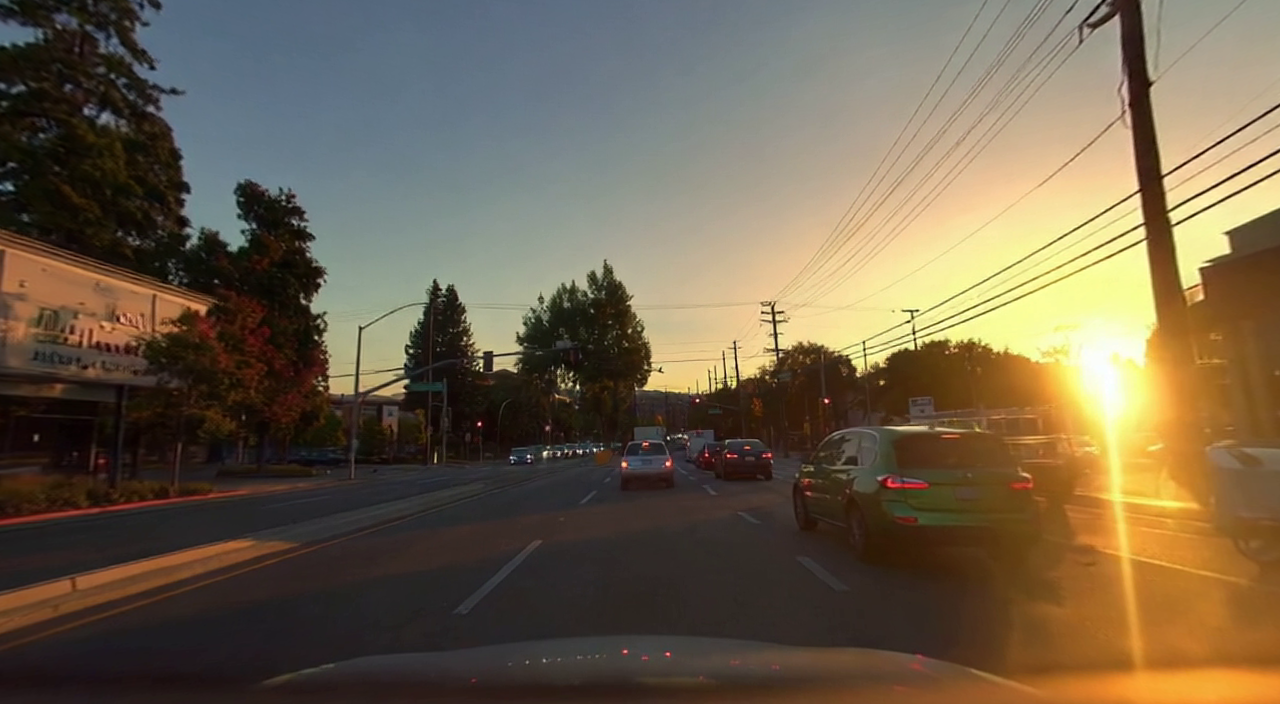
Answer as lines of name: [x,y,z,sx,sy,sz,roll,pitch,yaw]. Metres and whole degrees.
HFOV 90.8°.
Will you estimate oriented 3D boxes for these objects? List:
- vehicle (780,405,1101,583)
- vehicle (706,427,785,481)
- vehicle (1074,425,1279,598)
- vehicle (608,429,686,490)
vehicle: [3.240,1.628,8.007,1.998,1.620,4.267,0,-9,1]
vehicle: [3.804,3.802,23.730,2.060,1.789,4.712,0,-9,-1]
vehicle: [6.294,1.341,5.349,1.906,1.435,4.670,0,-9,0]
vehicle: [0.220,3.270,19.462,2.149,1.668,3.962,0,-9,1]
